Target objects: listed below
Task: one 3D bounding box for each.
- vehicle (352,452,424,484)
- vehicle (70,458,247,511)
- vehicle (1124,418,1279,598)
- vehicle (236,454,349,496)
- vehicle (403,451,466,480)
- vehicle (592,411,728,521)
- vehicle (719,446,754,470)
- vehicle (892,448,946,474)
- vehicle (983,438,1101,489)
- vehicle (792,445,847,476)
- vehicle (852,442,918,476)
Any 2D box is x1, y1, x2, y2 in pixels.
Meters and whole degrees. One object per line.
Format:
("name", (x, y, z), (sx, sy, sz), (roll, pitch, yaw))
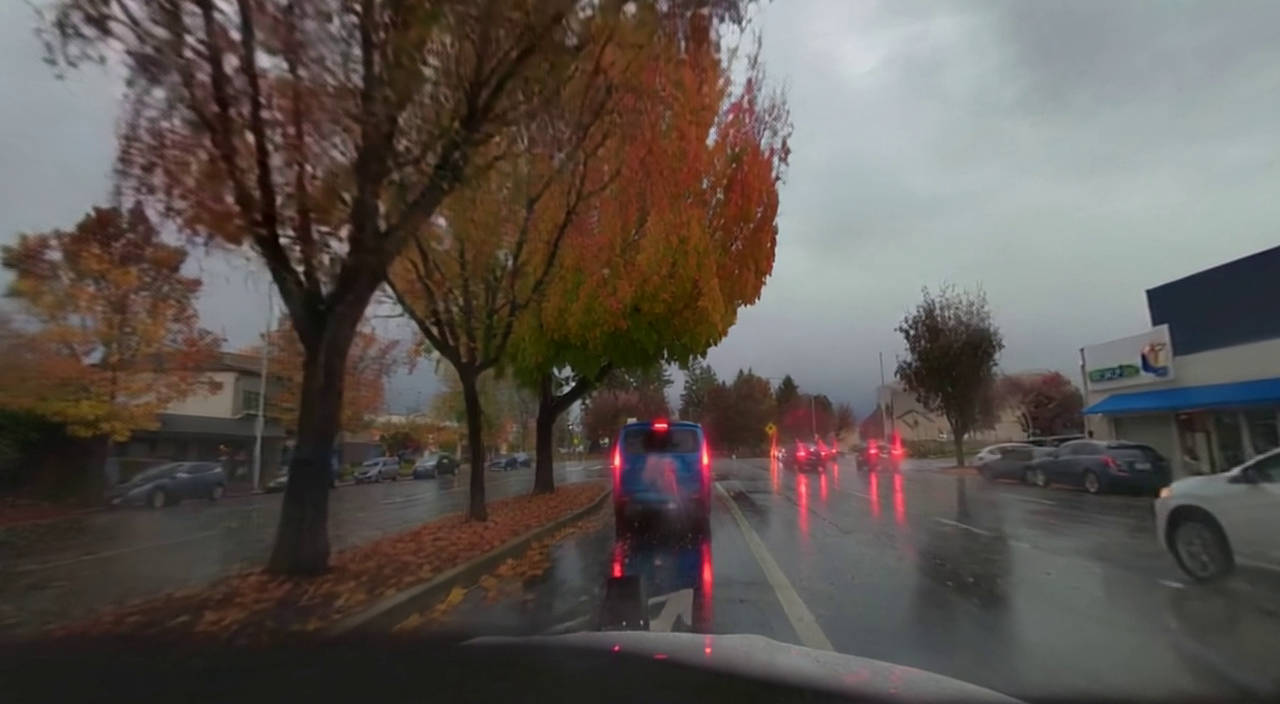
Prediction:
("vehicle", (-13.436, 6.179, 33.888), (1.947, 1.558, 4.065), (-1, -8, 4))
("vehicle", (-14.766, 4.054, 19.710), (1.797, 1.351, 4.300), (-1, -8, 7))
("vehicle", (6.404, 1.247, 4.776), (1.928, 1.529, 4.917), (-1, -8, 5))
("vehicle", (-14.034, 4.966, 25.844), (1.877, 1.445, 4.436), (-1, -8, 4))
("vehicle", (-12.746, 7.026, 39.464), (1.921, 1.621, 4.930), (-1, -8, 5))
("vehicle", (0.576, 2.297, 13.238), (2.344, 1.863, 4.665), (-1, -8, 6))
("vehicle", (7.042, 7.773, 46.354), (2.249, 1.621, 3.978), (-1, -8, 5))
("vehicle", (16.982, 6.621, 38.588), (1.916, 1.452, 3.811), (0, -9, 6))
("vehicle", (15.250, 4.208, 24.265), (1.938, 1.755, 4.415), (-1, -8, 5))
("vehicle", (9.300, 5.637, 33.060), (1.886, 1.464, 4.290), (-1, -8, 4))
("vehicle", (13.255, 5.796, 34.441), (2.040, 1.738, 4.414), (-1, -8, 4))
